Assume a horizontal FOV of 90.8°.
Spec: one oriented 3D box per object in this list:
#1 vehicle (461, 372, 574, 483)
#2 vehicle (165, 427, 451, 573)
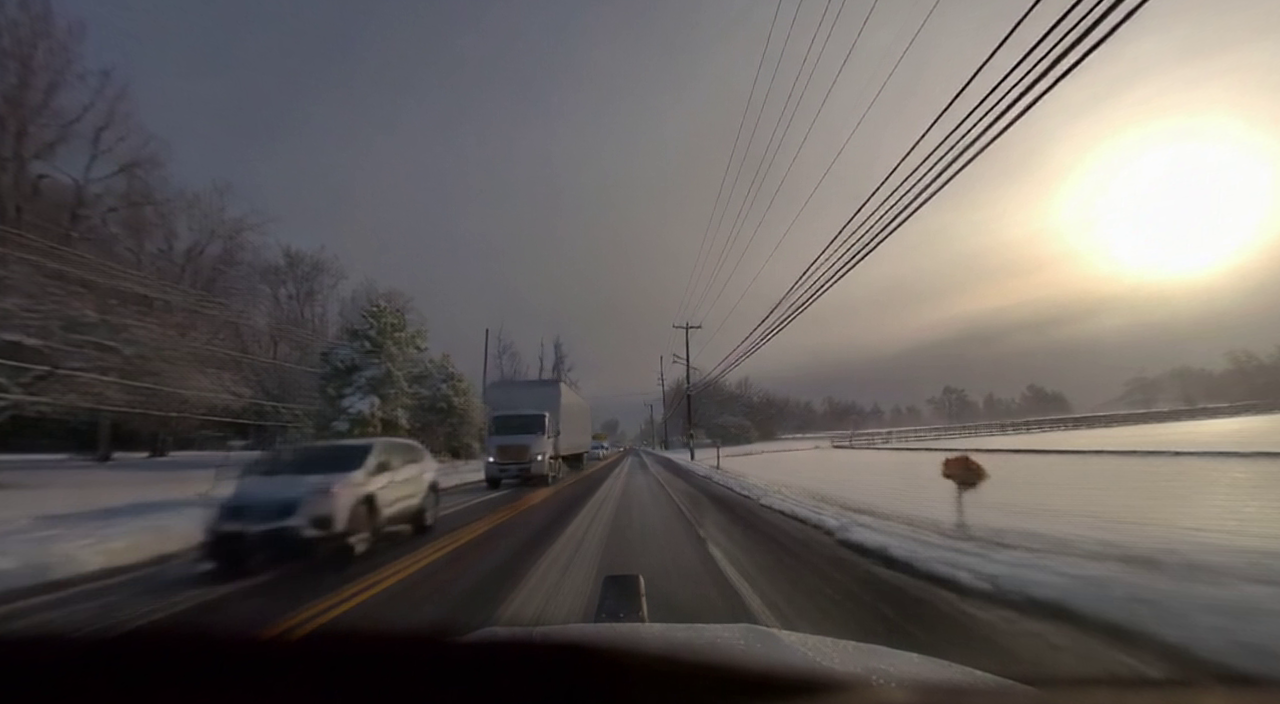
[{"bbox_3d":[-4.810,3.293,26.365,3.544,4.103,5.897,0,-10,-1],"label":"vehicle"},{"bbox_3d":[-4.685,2.089,9.910,2.100,1.664,4.451,-2,-8,0],"label":"vehicle"}]
